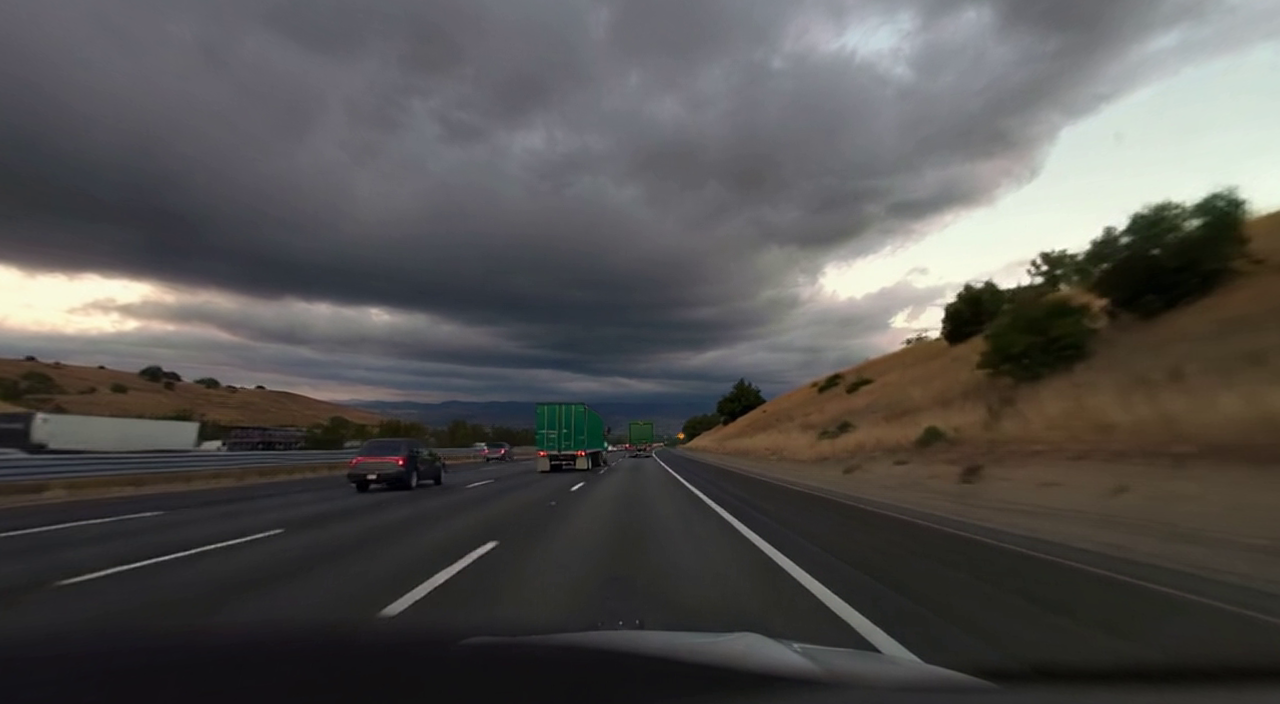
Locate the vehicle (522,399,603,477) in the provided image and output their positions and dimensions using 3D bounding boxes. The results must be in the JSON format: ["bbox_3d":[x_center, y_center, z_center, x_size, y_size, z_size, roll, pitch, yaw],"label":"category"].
[{"bbox_3d":[-3.622,4.500,32.442,2.789,3.271,10.894,0,-9,0],"label":"vehicle"}]

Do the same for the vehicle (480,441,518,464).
[{"bbox_3d":[-10.871,7.804,48.842,1.964,1.652,4.071,0,-9,1],"label":"vehicle"}]

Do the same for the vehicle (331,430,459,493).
[{"bbox_3d":[-7.550,3.431,20.035,2.125,1.725,4.715,0,-9,0],"label":"vehicle"}]
